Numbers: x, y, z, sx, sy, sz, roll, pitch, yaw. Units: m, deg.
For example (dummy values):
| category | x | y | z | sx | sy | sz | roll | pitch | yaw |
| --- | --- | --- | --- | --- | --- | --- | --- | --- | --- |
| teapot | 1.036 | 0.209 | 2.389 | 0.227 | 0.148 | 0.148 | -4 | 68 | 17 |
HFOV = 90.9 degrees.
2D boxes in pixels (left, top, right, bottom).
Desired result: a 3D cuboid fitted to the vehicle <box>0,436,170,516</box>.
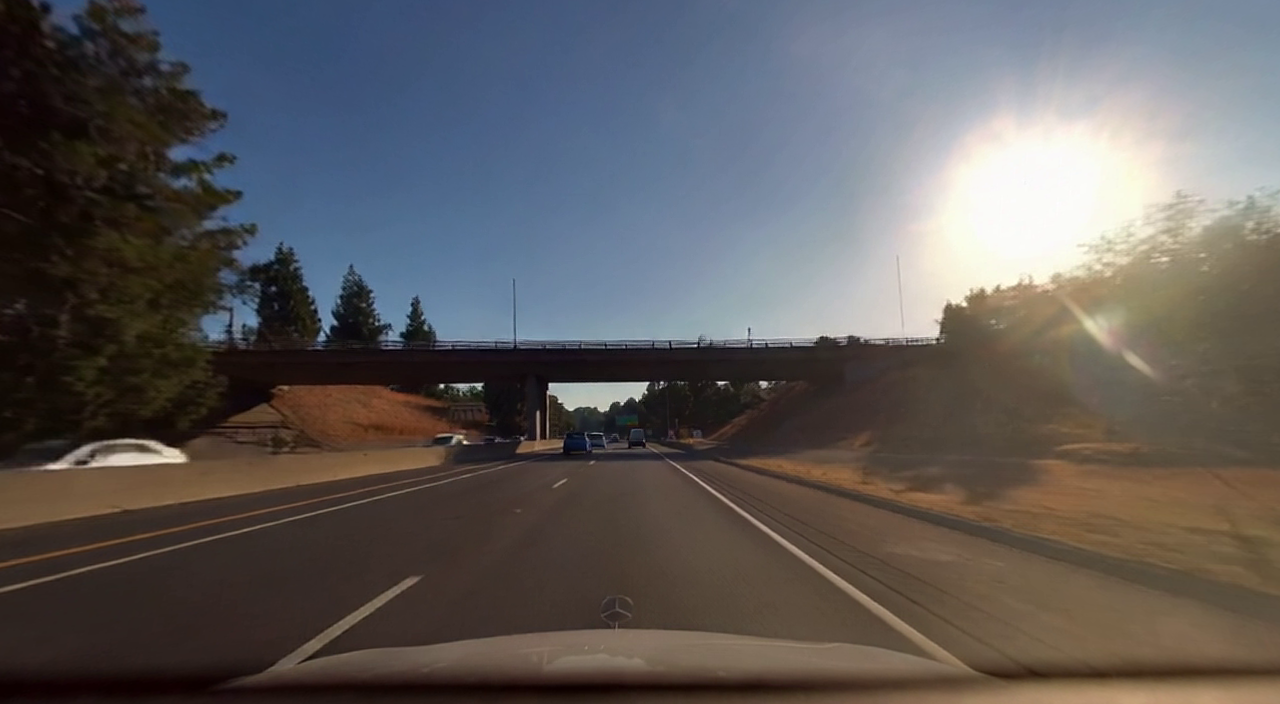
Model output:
| category | x | y | z | sx | sy | sz | roll | pitch | yaw |
| --- | --- | --- | --- | --- | --- | --- | --- | --- | --- |
| vehicle | -12.416 | 2.545 | 13.470 | 1.725 | 1.446 | 3.914 | 0 | -8 | -1 |

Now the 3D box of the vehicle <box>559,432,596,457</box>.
| category | x | y | z | sx | sy | sz | roll | pitch | yaw |
| --- | --- | --- | --- | --- | --- | --- | --- | --- | --- |
| vehicle | -4.266 | 6.398 | 43.673 | 2.169 | 1.588 | 4.264 | 0 | -8 | 0 |

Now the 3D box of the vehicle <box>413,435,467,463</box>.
| category | x | y | z | sx | sy | sz | roll | pitch | yaw |
| --- | --- | --- | --- | --- | --- | --- | --- | --- | --- |
| vehicle | -12.901 | 6.291 | 40.927 | 1.877 | 1.696 | 5.004 | 0 | -8 | 0 |
